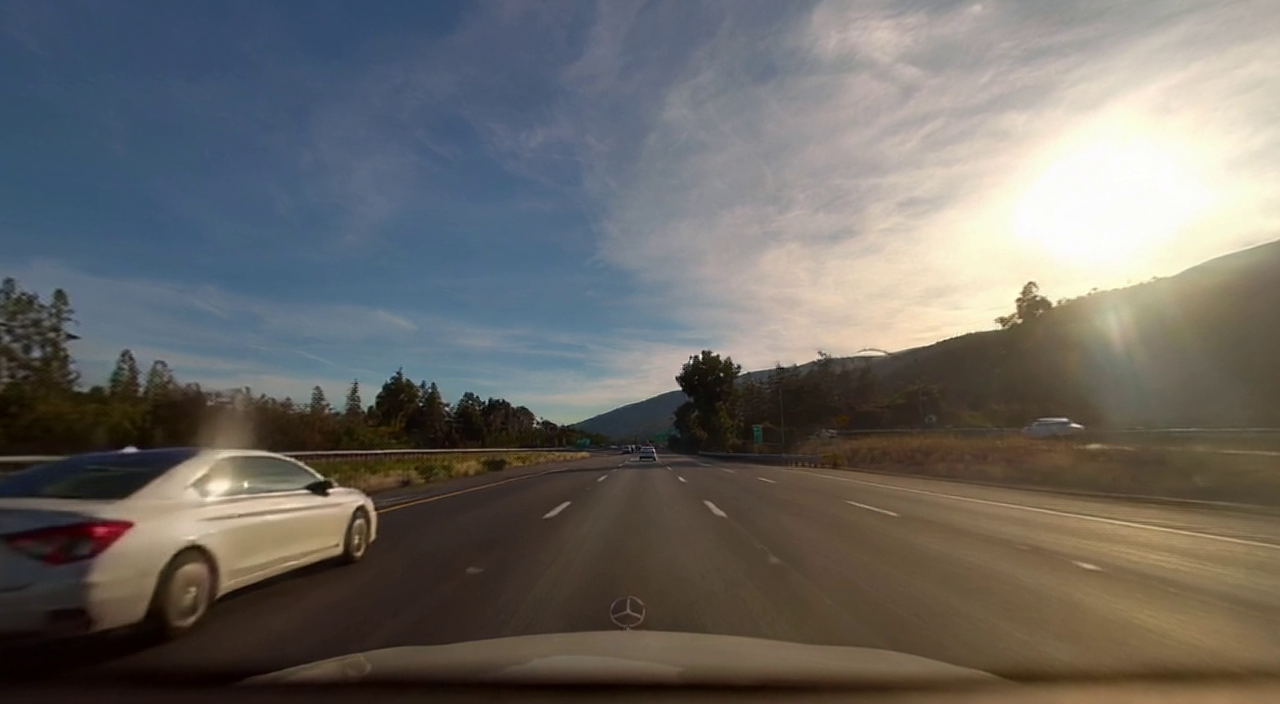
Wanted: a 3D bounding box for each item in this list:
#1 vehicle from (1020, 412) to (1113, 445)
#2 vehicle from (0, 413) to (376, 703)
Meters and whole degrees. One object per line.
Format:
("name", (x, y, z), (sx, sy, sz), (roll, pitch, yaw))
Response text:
("vehicle", (23.956, 4.374, 35.656), (2.235, 1.713, 4.397), (0, -8, 2))
("vehicle", (-4.133, 1.371, 5.116), (2.021, 1.526, 4.385), (0, -8, 1))
